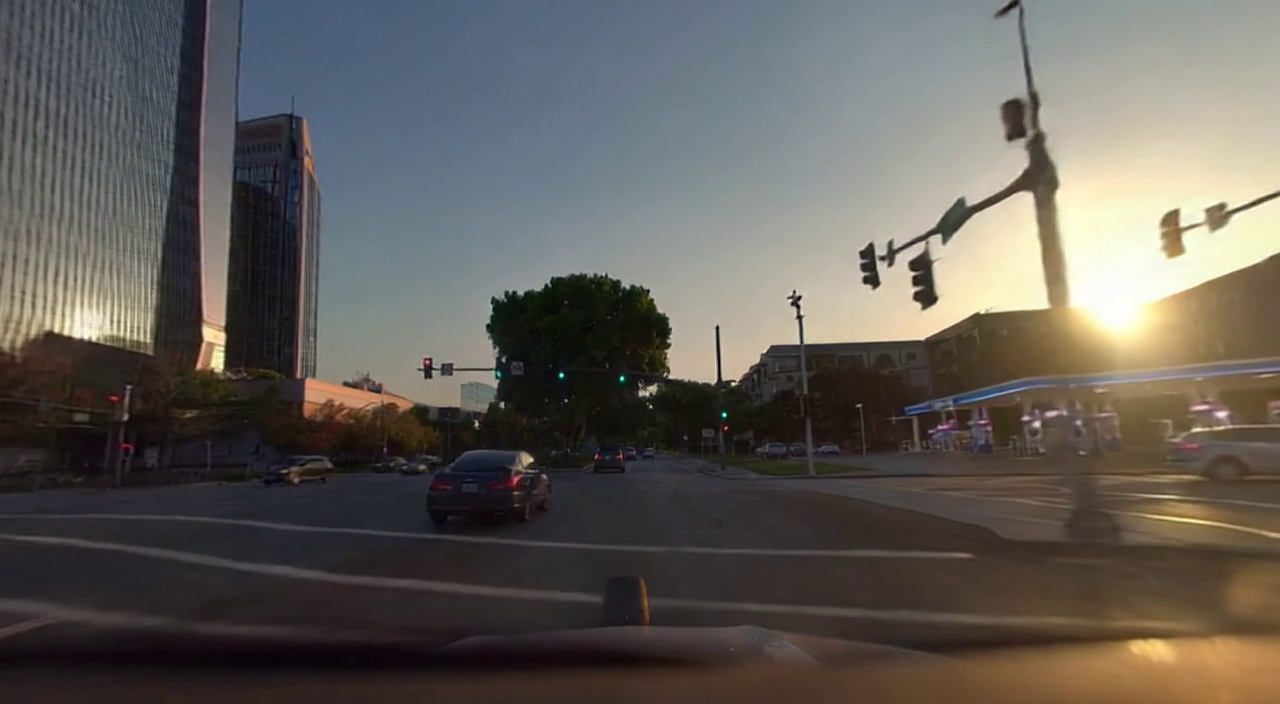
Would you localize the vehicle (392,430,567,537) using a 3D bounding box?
[{"bbox_3d":[-2.899,2.486,12.595,2.183,1.731,4.338,0,-8,2],"label":"vehicle"}]

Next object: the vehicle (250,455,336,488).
[{"bbox_3d":[-20.042,6.880,36.678,2.016,1.697,4.963,0,-8,2],"label":"vehicle"}]

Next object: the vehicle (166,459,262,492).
[{"bbox_3d":[-23.503,6.806,35.041,2.042,1.631,4.557,0,-8,2],"label":"vehicle"}]

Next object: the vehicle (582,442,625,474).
[{"bbox_3d":[-2.563,7.667,45.918,2.602,2.091,6.347,0,-8,2],"label":"vehicle"}]

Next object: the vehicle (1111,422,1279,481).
[{"bbox_3d":[17.390,2.845,18.082,5.708,1.585,2.070,-3,-9,19],"label":"vehicle"}]
